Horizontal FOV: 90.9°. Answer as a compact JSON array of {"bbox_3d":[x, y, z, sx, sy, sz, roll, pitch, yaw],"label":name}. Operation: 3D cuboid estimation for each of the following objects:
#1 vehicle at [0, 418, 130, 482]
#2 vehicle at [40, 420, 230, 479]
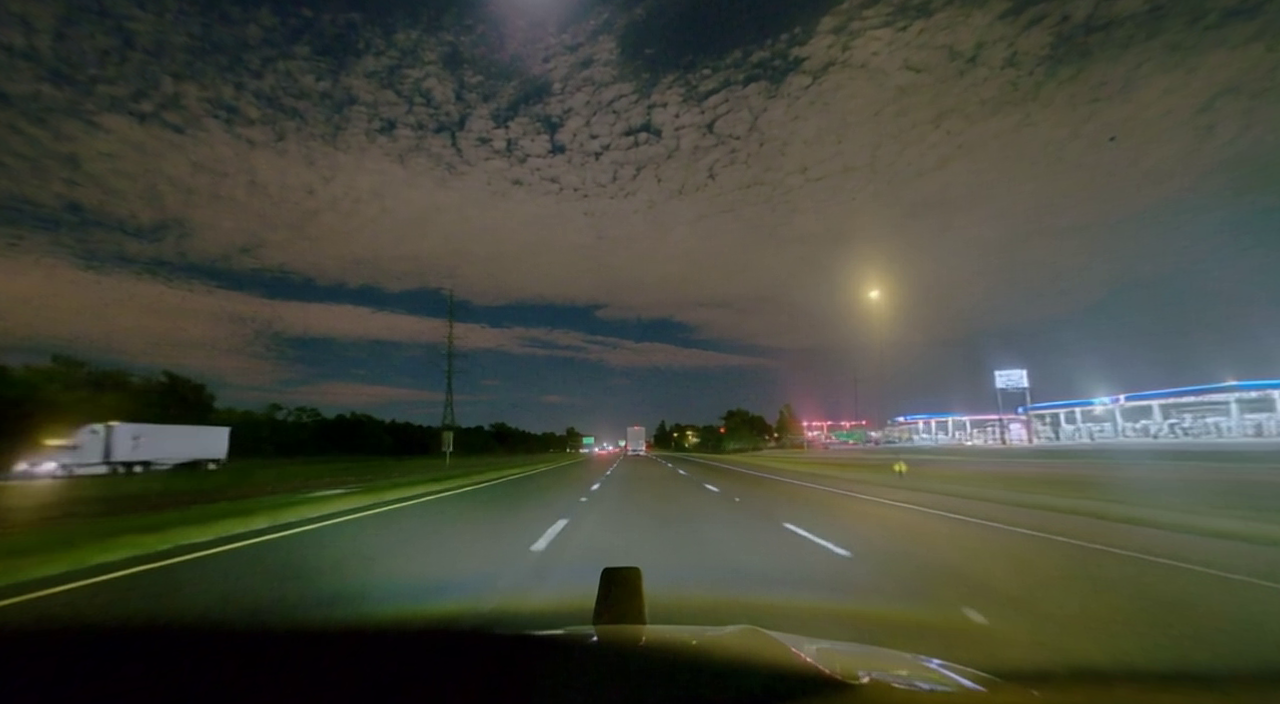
[{"bbox_3d":[-35.406,5.952,38.560,2.886,3.559,5.787,-1,-9,7],"label":"vehicle"},{"bbox_3d":[-34.725,6.816,44.403,2.800,3.554,11.470,-1,-9,7],"label":"vehicle"}]
